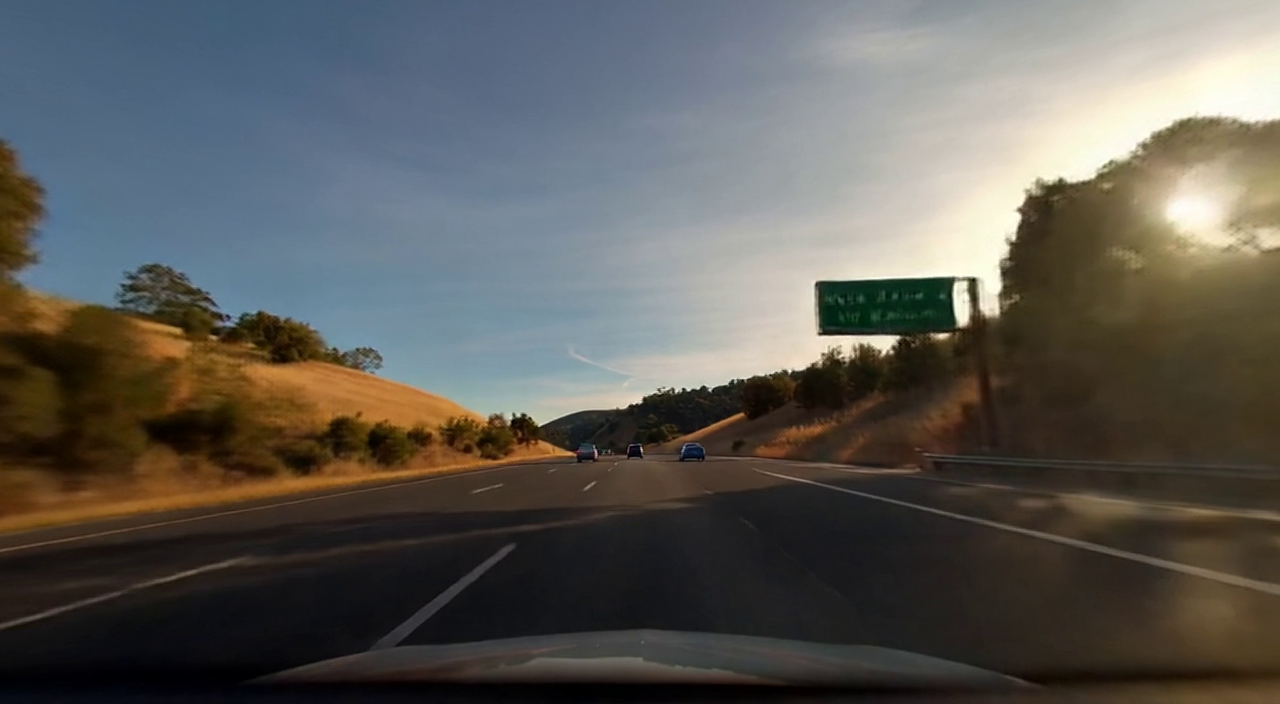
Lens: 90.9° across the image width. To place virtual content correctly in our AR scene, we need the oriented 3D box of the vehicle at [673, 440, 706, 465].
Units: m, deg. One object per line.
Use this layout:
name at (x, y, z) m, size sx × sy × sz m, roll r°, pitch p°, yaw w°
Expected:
vehicle at (3.693, 7.526, 47.324) m, size 1.995 × 1.712 × 4.206 m, roll 0°, pitch -8°, yaw -2°
